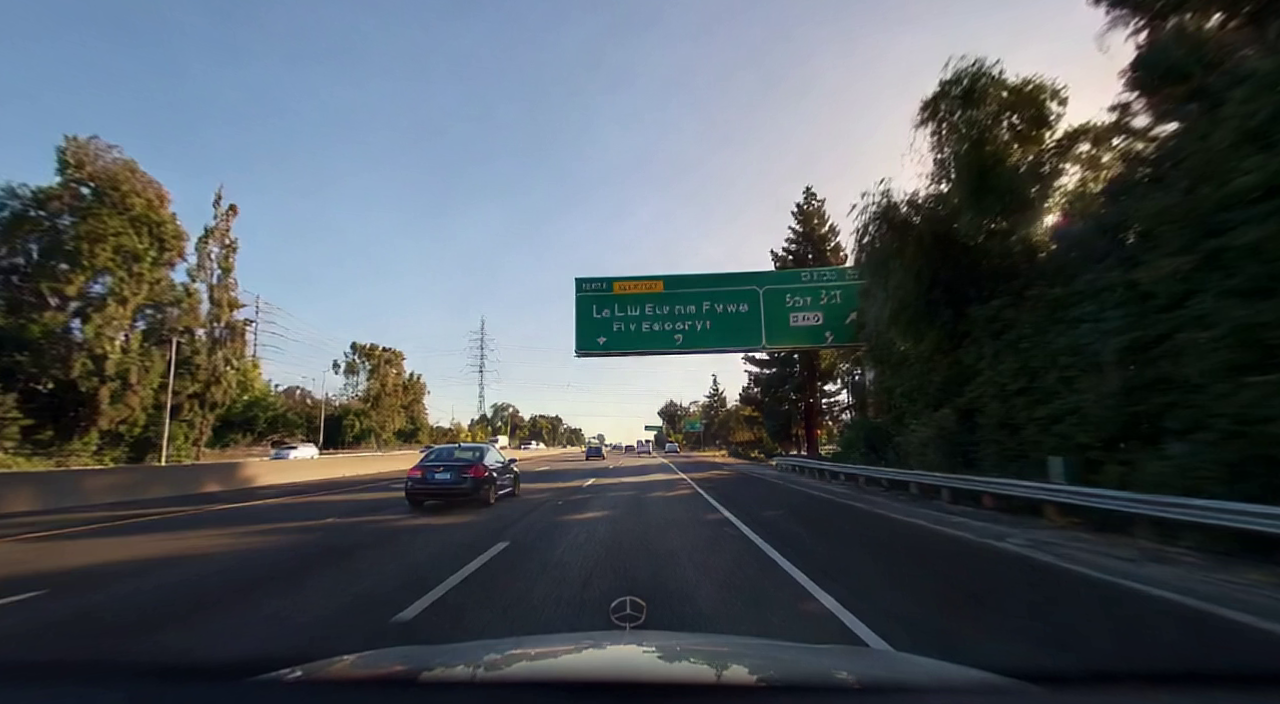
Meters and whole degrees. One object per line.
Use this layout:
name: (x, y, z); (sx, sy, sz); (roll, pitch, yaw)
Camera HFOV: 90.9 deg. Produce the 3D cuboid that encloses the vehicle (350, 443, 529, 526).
vehicle: (-3.778, 2.581, 12.902); (2.048, 1.368, 4.613); (0, -9, 2)
